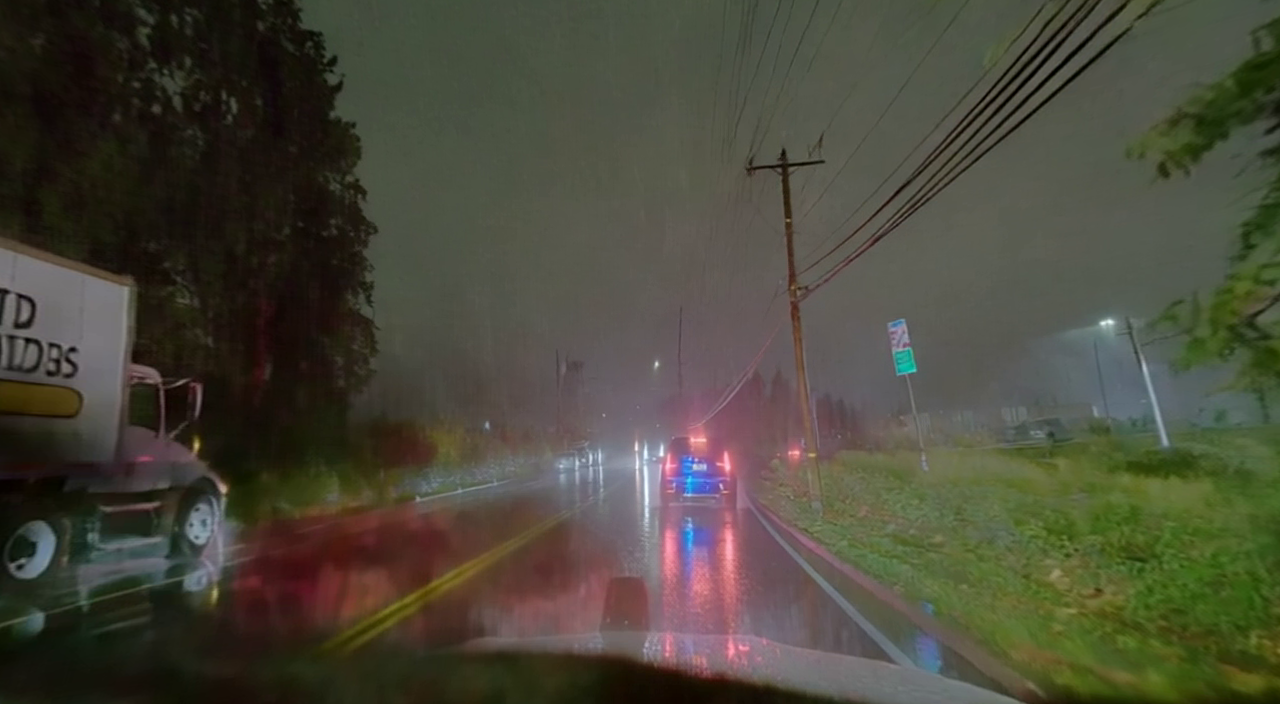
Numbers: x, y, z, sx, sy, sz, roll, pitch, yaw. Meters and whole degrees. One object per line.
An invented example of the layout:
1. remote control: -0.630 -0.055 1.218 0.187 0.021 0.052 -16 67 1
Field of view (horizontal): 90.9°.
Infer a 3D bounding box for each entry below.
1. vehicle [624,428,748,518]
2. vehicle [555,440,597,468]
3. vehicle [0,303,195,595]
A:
1. vehicle: 0.808 2.307 12.475 2.081 1.503 3.726 0 -8 1
2. vehicle: -5.077 7.895 48.938 2.668 1.981 5.575 2 -9 -12
3. vehicle: -8.594 1.075 5.493 3.395 3.071 7.634 -7 -6 6
